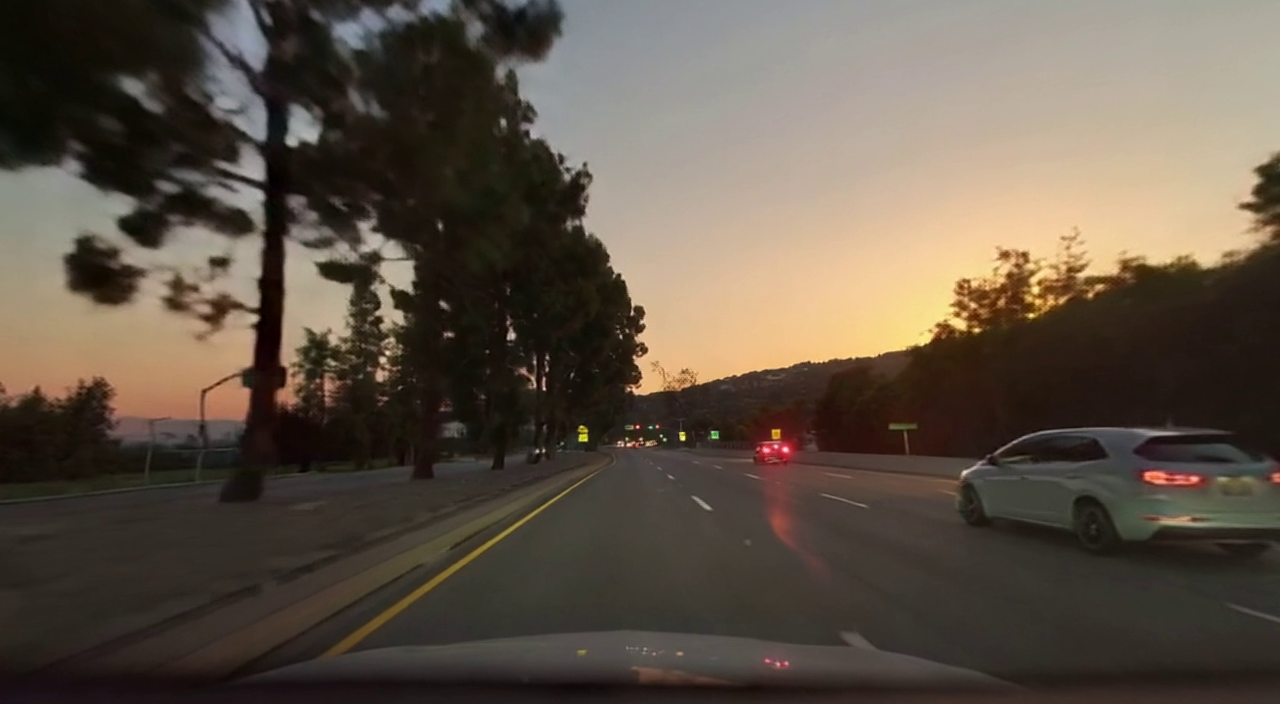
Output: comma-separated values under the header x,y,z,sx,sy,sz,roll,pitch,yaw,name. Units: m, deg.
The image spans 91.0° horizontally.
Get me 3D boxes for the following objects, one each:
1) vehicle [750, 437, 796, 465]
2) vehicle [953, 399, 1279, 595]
x,y,z,sx,sy,sz,roll,pitch,yaw,name
9.497,7.109,45.314,2.170,1.830,4.720,0,-9,-1,vehicle
6.188,1.601,7.853,2.066,1.683,4.675,0,-9,-1,vehicle
